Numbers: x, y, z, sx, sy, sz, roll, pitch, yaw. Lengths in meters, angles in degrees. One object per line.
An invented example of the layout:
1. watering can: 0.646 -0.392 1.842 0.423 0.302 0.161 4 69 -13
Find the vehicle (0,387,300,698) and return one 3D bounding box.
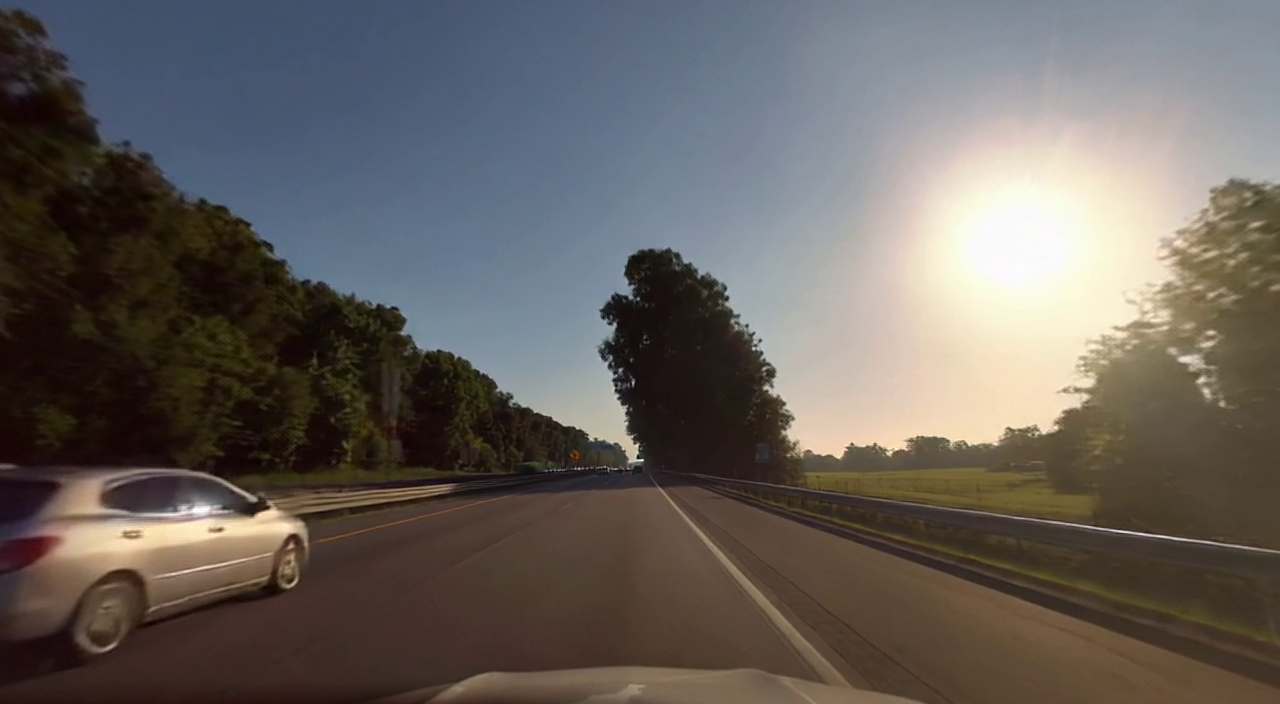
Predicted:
1. vehicle: -4.434 1.138 4.074 2.042 1.629 4.276 1 -10 0
